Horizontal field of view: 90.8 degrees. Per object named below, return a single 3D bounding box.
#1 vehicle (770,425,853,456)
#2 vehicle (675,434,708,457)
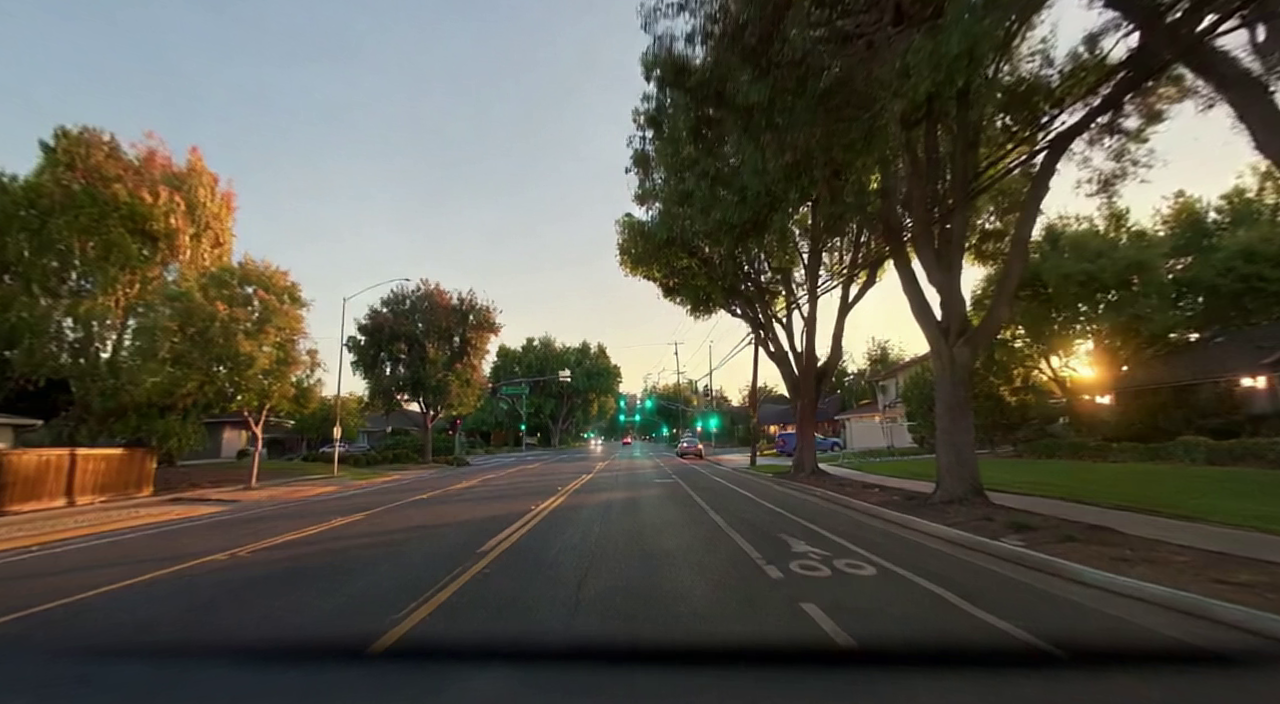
[{"bbox_3d":[10.202,5.280,37.598,4.434,1.730,2.081,-4,-8,24],"label":"vehicle"},{"bbox_3d":[3.787,6.999,47.327,1.900,1.661,4.346,0,-8,-2],"label":"vehicle"}]
